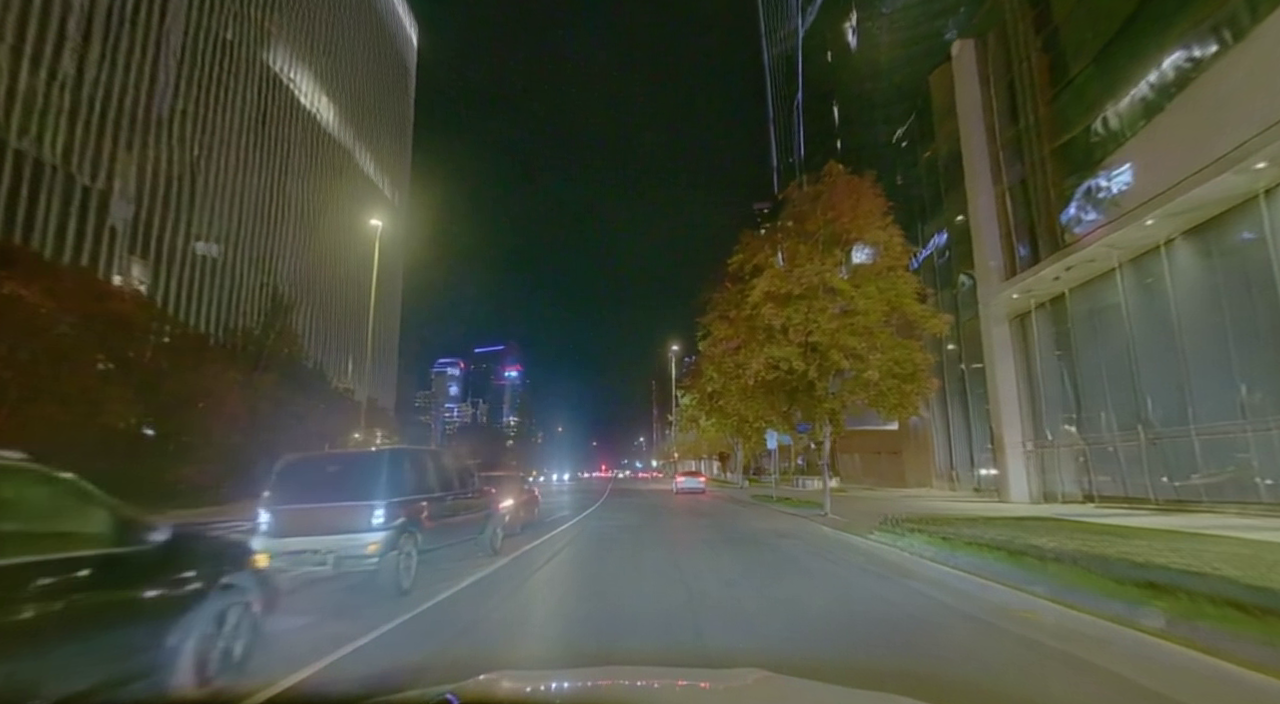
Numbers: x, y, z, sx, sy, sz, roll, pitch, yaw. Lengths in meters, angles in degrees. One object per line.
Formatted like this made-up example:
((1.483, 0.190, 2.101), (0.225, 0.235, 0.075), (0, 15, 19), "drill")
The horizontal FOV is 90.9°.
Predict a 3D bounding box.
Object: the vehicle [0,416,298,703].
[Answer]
((-3.712, 1.034, 2.631), (1.853, 1.495, 4.632), (-2, -10, 2), "vehicle")

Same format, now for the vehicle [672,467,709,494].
((2.938, 7.599, 37.565), (1.899, 1.470, 3.666), (1, -10, 0), "vehicle")

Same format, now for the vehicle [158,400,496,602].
((-3.744, 1.952, 8.930), (2.148, 2.024, 4.884), (0, -10, 1), "vehicle")
